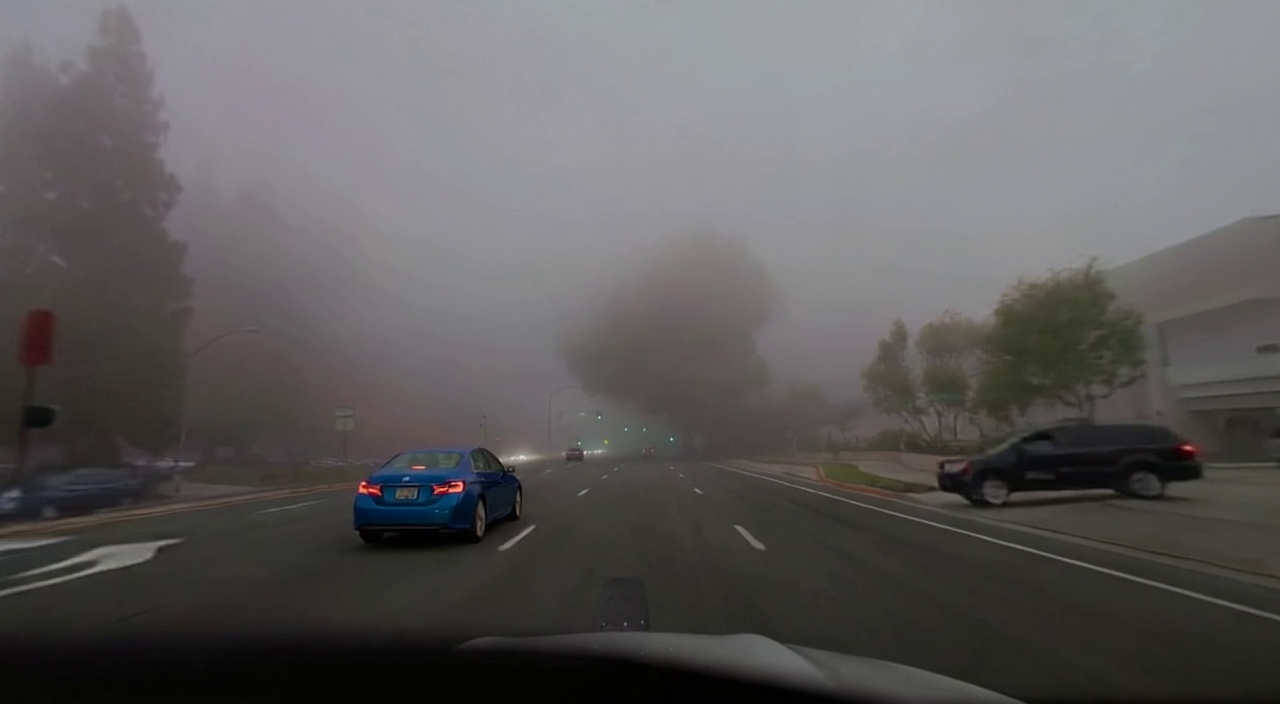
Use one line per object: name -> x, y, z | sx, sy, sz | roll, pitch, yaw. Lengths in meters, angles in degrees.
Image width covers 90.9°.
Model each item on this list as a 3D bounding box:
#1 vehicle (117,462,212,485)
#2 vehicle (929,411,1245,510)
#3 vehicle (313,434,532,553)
vehicle -> -30.979, 7.922, 41.145 | 4.737, 1.375, 1.926 | -1, -8, 3
vehicle -> 8.465, 2.110, 12.497 | 4.511, 1.720, 2.131 | -2, -8, 11
vehicle -> -3.131, 2.135, 10.232 | 1.924, 1.480, 4.421 | 0, -9, 1
